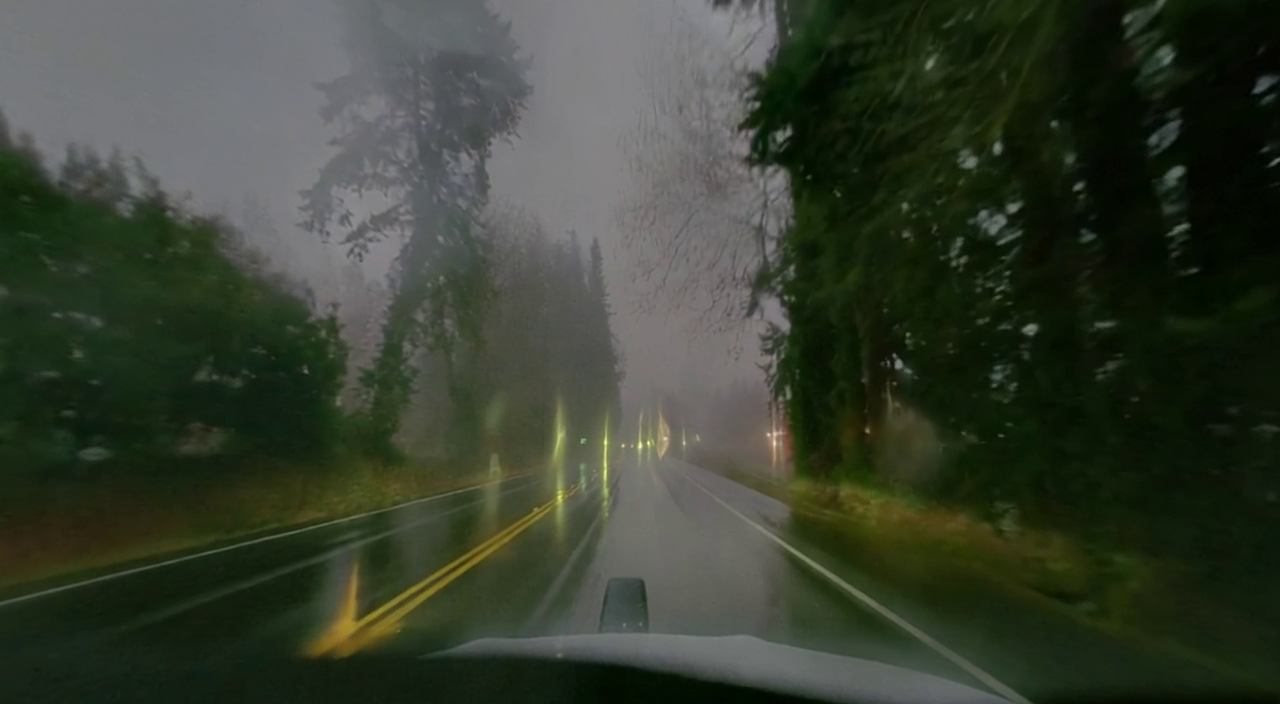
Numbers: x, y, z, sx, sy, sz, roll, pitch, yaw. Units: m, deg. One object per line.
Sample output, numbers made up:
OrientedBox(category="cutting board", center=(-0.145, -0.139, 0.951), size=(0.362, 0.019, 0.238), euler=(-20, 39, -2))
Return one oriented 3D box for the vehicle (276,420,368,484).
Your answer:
OrientedBox(category="vehicle", center=(-23.213, 7.364, 46.590), size=(3.118, 4.309, 6.820), euler=(0, -8, 0))
